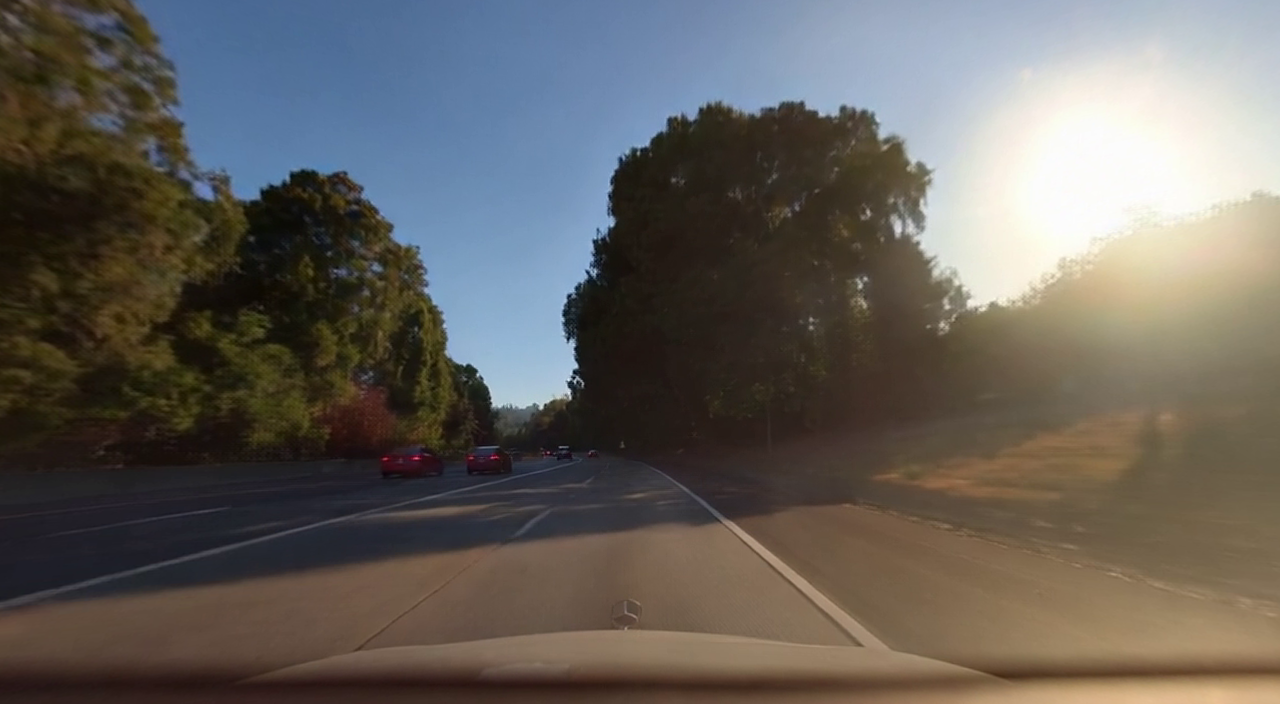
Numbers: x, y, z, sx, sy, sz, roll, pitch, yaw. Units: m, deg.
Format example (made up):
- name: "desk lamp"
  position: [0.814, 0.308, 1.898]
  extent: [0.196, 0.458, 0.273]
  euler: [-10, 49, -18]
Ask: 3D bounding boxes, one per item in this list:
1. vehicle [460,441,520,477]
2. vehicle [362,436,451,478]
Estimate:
- name: "vehicle"
  position: [-7.599, 5.476, 32.365]
  extent: [2.060, 1.680, 4.255]
  euler: [0, -9, -1]
- name: "vehicle"
  position: [-11.697, 5.306, 32.072]
  extent: [2.425, 1.926, 5.584]
  euler: [0, -9, -1]
